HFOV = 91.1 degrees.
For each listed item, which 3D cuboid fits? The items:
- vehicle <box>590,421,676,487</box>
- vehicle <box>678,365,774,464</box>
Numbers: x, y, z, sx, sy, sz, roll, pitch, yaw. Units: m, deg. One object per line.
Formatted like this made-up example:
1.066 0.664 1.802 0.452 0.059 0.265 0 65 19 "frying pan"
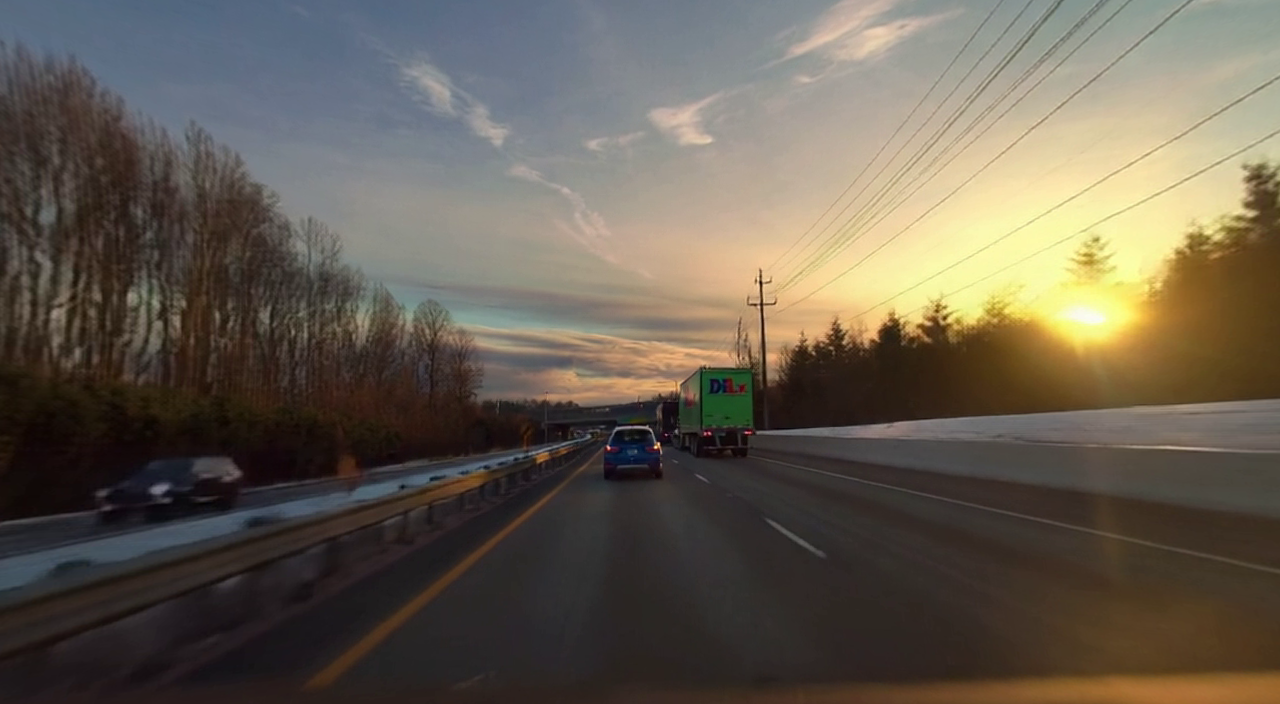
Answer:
-0.219 2.716 17.105 2.062 1.581 3.914 0 -8 -2 "vehicle"
3.648 3.035 29.238 2.835 3.872 8.916 0 -8 -2 "vehicle"
